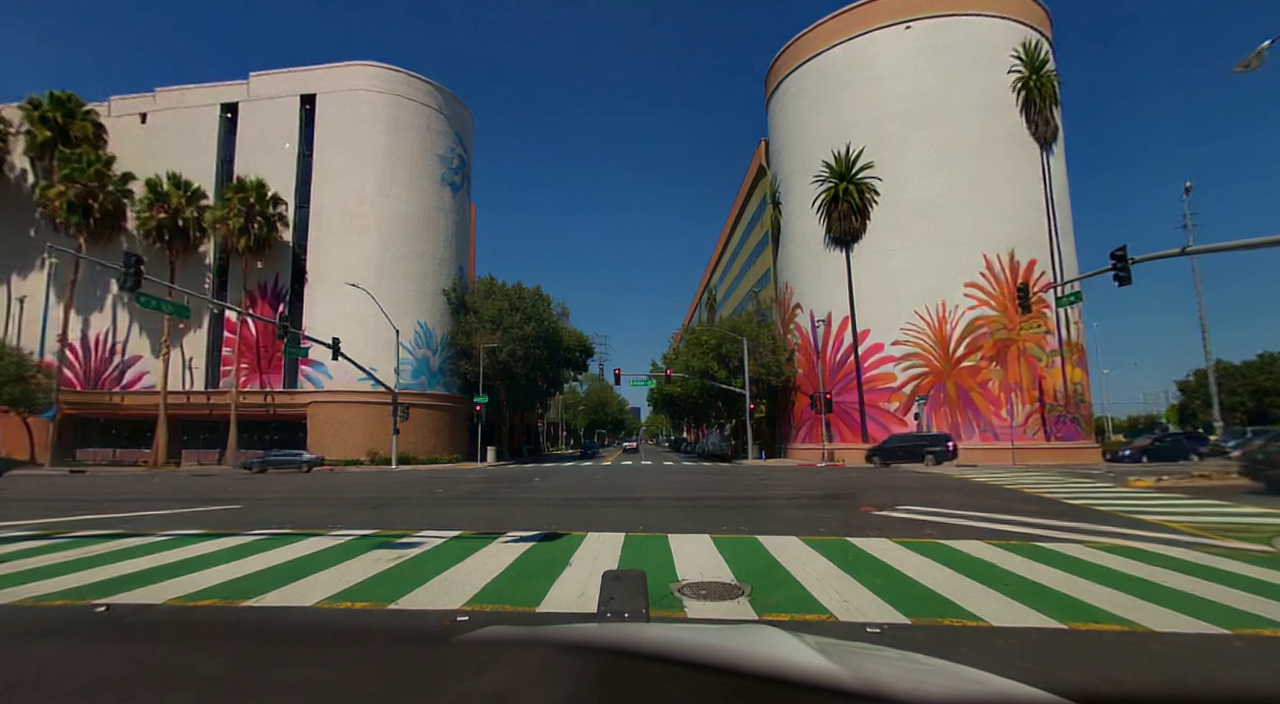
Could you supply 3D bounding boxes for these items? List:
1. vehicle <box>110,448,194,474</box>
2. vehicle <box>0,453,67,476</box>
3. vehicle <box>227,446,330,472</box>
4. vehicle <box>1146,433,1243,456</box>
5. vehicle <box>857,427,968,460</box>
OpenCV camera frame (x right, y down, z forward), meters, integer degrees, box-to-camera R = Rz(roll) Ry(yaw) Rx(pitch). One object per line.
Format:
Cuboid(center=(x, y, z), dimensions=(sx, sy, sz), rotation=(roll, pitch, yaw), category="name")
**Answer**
Cuboid(center=(-33.060, 7.400, 42.779), dimensions=(4.136, 1.661, 1.857), rotation=(0, -8, 0), category="vehicle")
Cuboid(center=(-41.633, 7.607, 42.794), dimensions=(3.698, 1.508, 1.779), rotation=(0, -8, 1), category="vehicle")
Cuboid(center=(-21.178, 6.287, 37.013), dimensions=(4.893, 1.458, 1.791), rotation=(0, -8, -1), category="vehicle")
Cuboid(center=(36.186, 6.026, 41.225), dimensions=(4.606, 1.449, 1.687), rotation=(0, -8, 2), category="vehicle")
Cuboid(center=(15.944, 5.385, 37.104), dimensions=(5.477, 1.880, 2.125), rotation=(0, -8, 1), category="vehicle")
